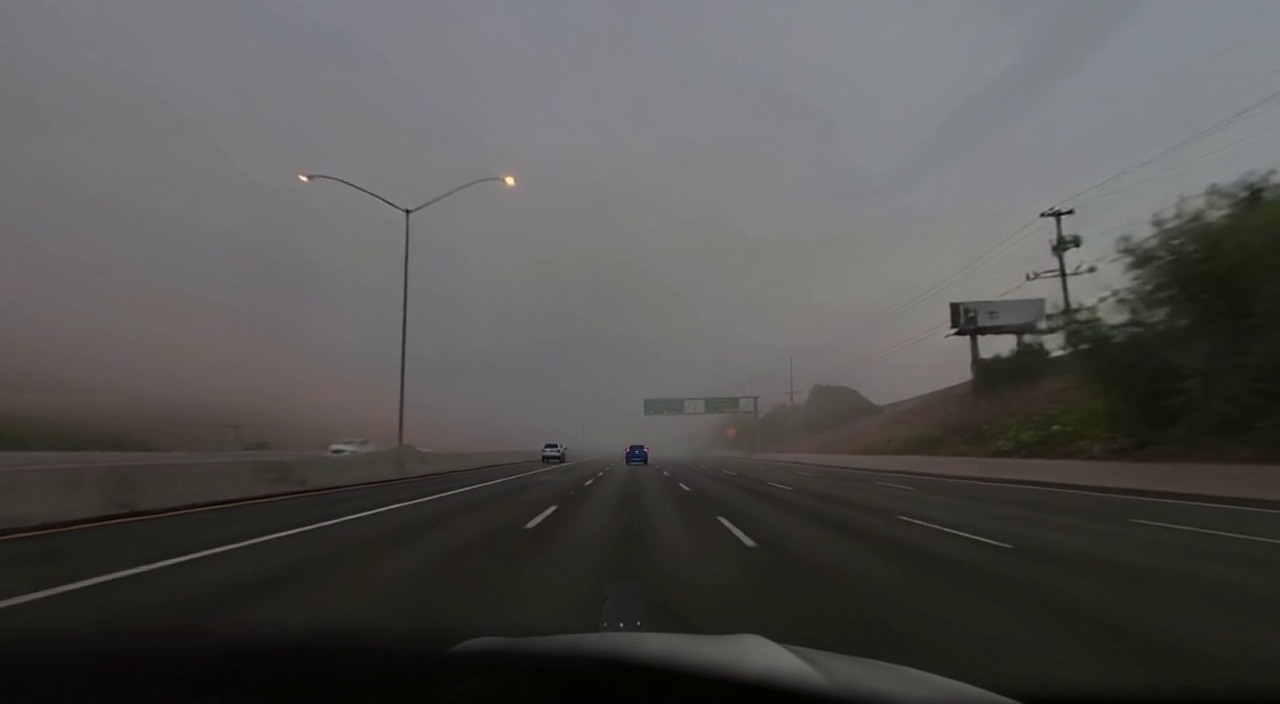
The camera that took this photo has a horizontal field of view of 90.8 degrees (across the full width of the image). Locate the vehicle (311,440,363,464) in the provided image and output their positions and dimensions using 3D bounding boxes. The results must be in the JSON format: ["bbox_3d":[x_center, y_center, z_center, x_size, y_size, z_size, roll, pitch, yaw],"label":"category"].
[{"bbox_3d":[-20.484,6.769,42.847,1.679,1.560,3.637,0,-9,0],"label":"vehicle"}]

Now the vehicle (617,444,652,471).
[{"bbox_3d":[-0.361,6.598,39.597,2.074,1.574,3.971,0,-9,-1],"label":"vehicle"}]
